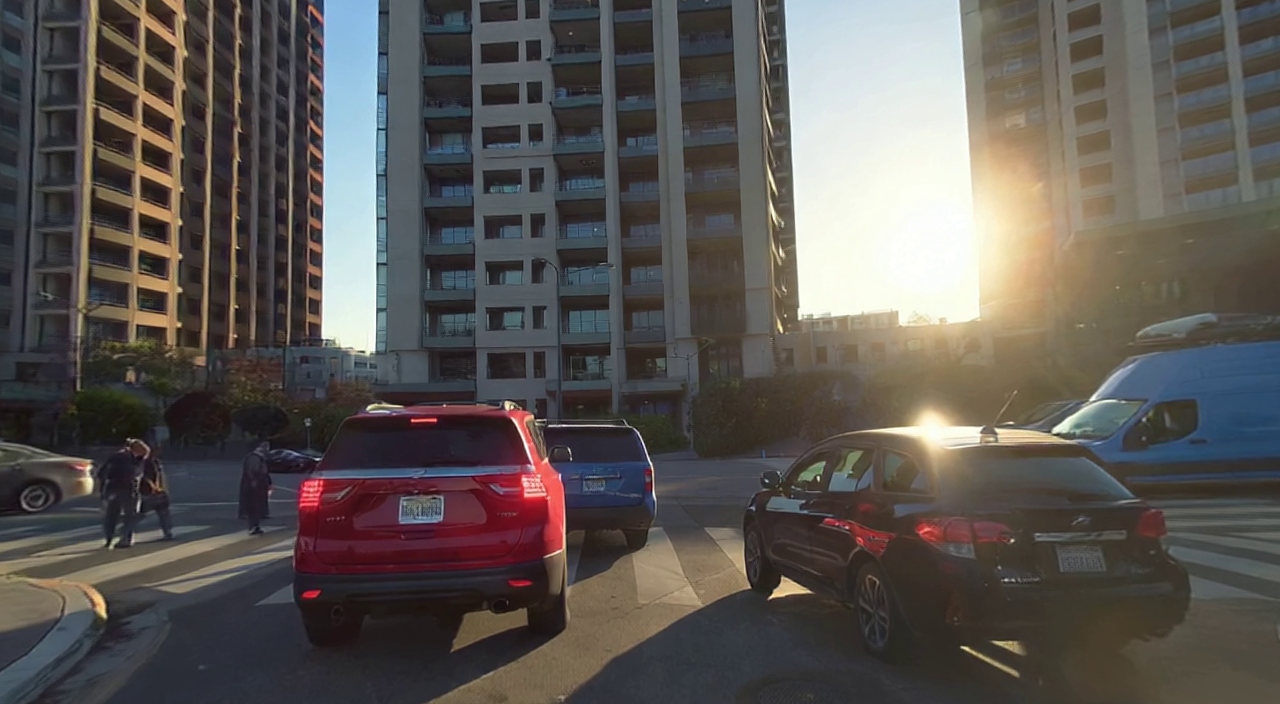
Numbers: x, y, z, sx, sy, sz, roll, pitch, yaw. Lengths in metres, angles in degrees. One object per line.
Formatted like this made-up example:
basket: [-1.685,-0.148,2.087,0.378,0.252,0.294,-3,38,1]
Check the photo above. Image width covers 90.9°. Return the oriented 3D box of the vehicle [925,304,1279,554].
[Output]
vehicle: [7.822,0.993,8.195,6.932,2.753,2.446,0,-8,1]

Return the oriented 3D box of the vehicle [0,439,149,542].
vehicle: [-12.004,2.436,11.195,2.021,1.742,4.654,-6,-11,36]

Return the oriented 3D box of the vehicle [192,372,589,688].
vehicle: [-1.631,1.289,5.710,2.144,1.733,4.115,1,-9,-7]
